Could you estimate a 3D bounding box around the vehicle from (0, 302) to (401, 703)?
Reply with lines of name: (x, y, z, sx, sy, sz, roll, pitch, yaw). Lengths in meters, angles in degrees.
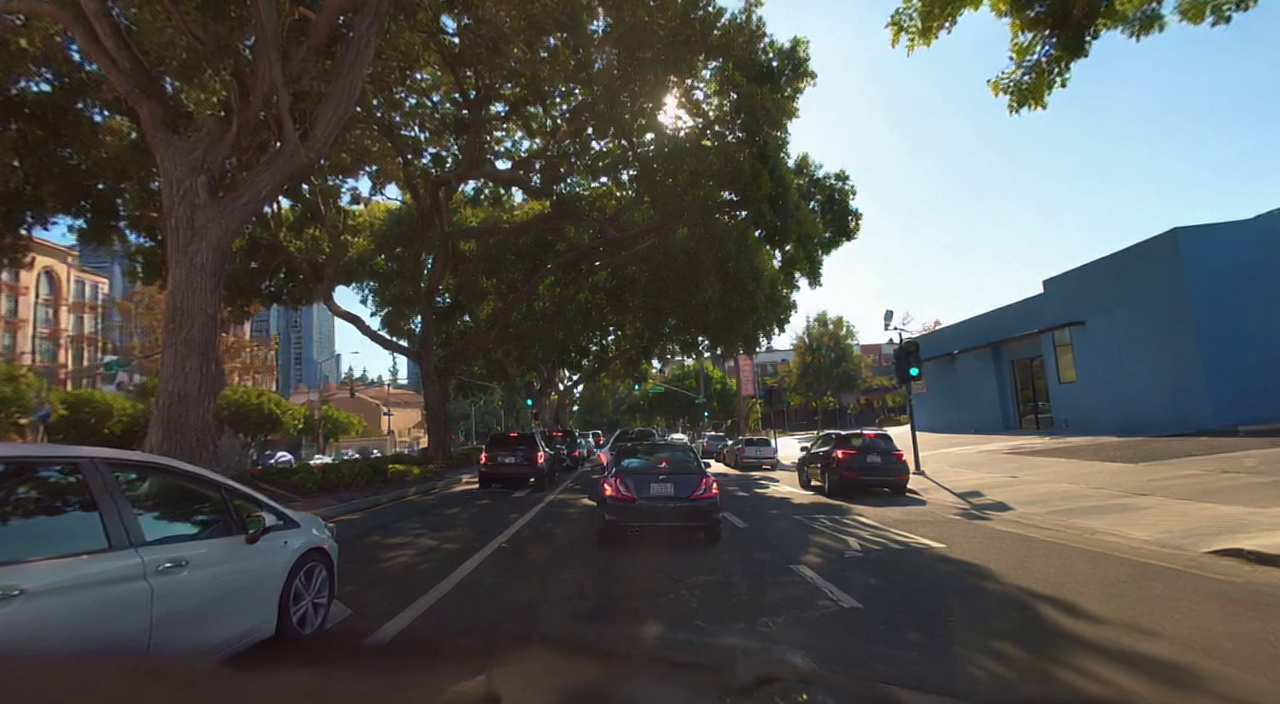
vehicle: (-3.268, 0.929, 3.397, 2.152, 1.802, 4.628, 0, -9, 0)

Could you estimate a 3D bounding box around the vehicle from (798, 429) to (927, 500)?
vehicle: (6.340, 3.254, 18.676, 2.025, 1.808, 4.579, 0, -9, -2)

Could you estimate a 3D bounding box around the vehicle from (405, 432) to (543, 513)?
vehicle: (-3.509, 2.632, 14.322, 1.901, 1.522, 4.556, 0, -9, 0)

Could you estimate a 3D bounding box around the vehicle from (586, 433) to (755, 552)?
vehicle: (0.276, 2.028, 9.817, 2.095, 1.438, 3.843, 0, -9, -3)
